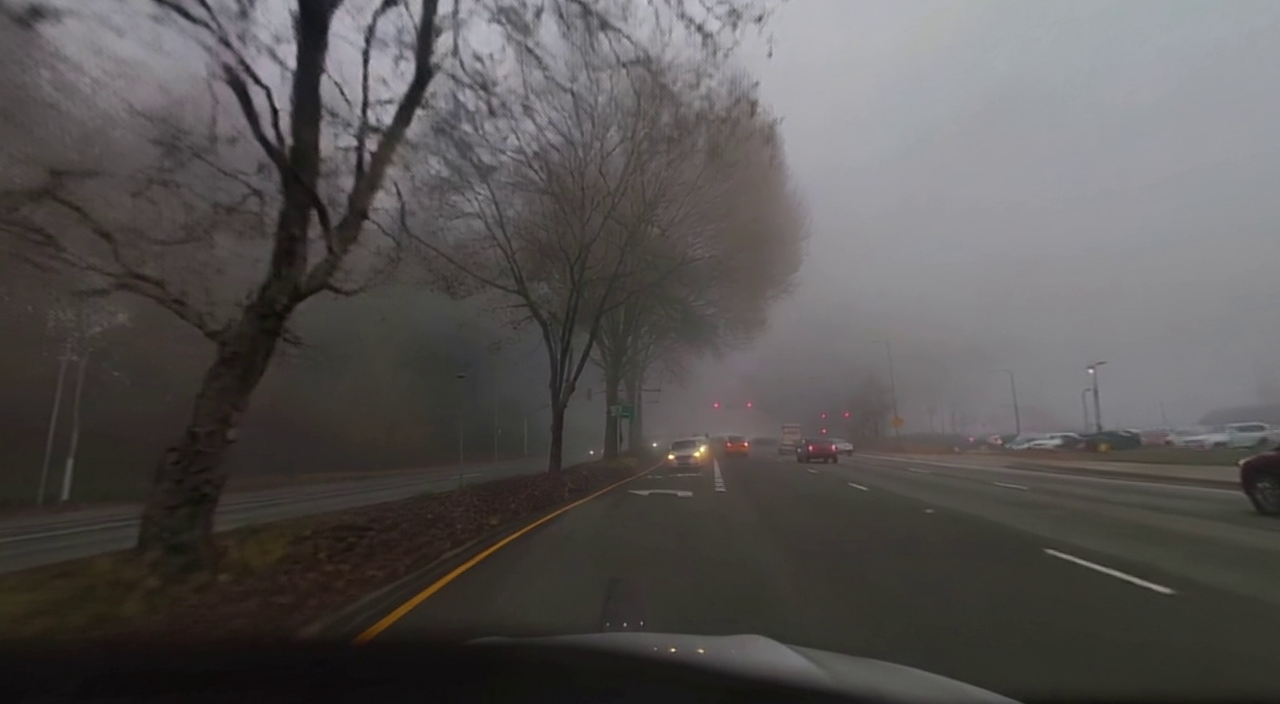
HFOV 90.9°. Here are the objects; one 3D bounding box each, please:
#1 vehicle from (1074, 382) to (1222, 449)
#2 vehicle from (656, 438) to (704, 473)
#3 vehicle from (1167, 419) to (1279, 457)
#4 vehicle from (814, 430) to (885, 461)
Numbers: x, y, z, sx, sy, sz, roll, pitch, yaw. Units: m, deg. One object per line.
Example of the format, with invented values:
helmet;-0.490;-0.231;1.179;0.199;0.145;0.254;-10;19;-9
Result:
vehicle;29.926;3.881;37.171;7.827;3.570;3.121;4;-9;-22
vehicle;1.932;4.779;29.192;2.032;1.461;4.173;-1;-9;6
vehicle;25.805;3.726;27.022;1.784;1.472;4.532;3;-10;-20
vehicle;12.388;5.622;37.670;1.991;1.695;4.357;2;-10;-12
